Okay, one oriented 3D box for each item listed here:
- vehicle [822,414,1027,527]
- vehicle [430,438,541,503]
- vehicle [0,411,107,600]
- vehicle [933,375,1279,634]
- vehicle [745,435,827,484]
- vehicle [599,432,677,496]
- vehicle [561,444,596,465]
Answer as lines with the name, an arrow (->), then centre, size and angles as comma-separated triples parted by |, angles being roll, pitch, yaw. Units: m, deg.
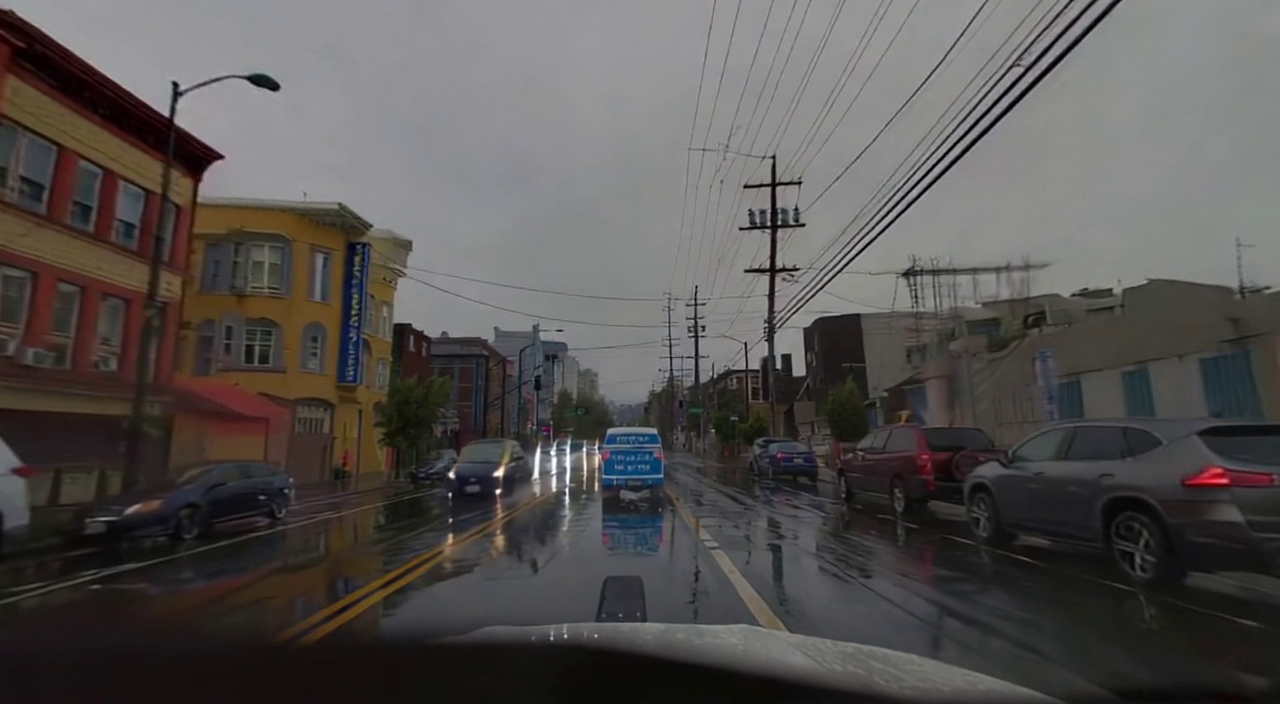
vehicle -> 6.151, 2.633, 14.685 | 2.208, 2.106, 5.496 | 0, -9, 0
vehicle -> -4.055, 3.176, 17.373 | 1.968, 1.524, 4.304 | 0, -8, -1
vehicle -> -7.359, 1.314, 4.759 | 2.095, 1.847, 5.290 | 0, -8, -1
vehicle -> 6.198, 1.633, 7.821 | 2.203, 2.052, 5.975 | 0, -8, -1
vehicle -> 6.235, 4.672, 27.799 | 2.197, 1.917, 5.637 | 0, -8, 0
vehicle -> -0.050, 3.164, 18.162 | 1.980, 1.635, 3.795 | 0, -8, 0
vehicle -> -4.576, 7.670, 47.596 | 2.181, 1.500, 4.319 | 0, -8, 0
